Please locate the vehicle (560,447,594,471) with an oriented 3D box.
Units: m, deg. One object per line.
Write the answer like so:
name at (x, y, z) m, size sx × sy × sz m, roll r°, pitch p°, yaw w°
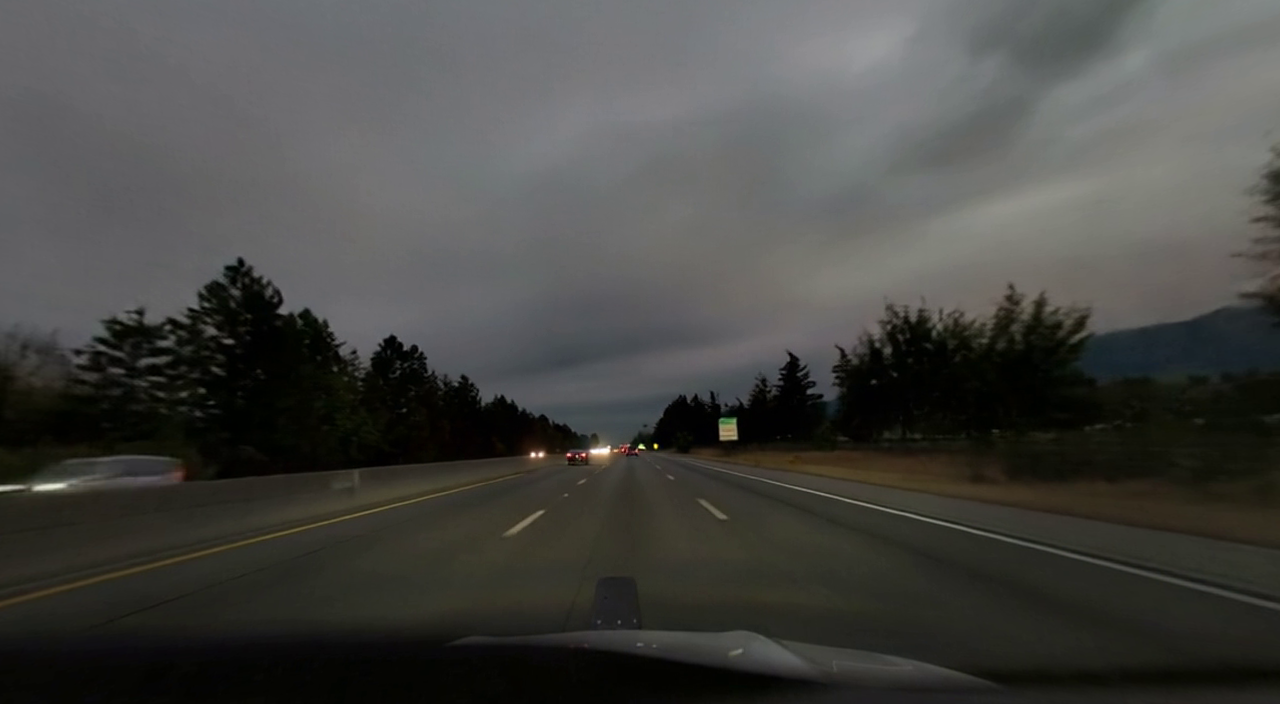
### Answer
vehicle at (-4.144, 7.073, 41.816) m, size 1.970 × 1.492 × 3.944 m, roll 0°, pitch -9°, yaw -1°
